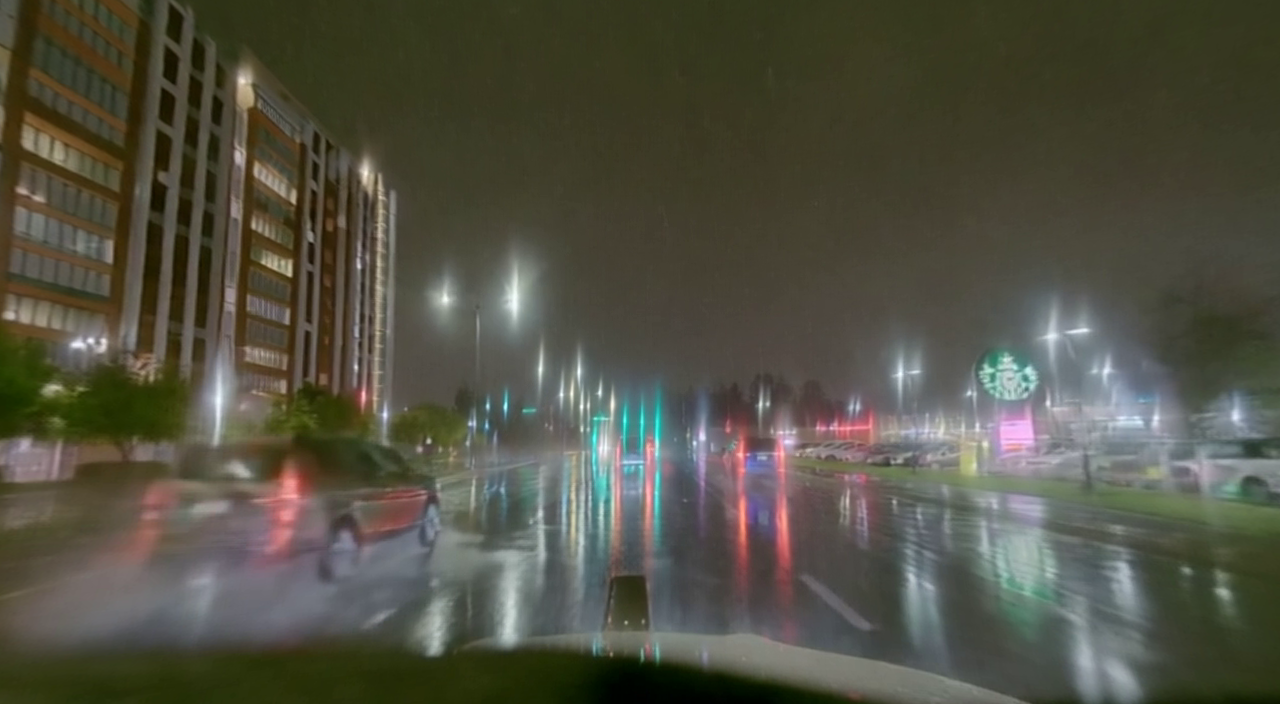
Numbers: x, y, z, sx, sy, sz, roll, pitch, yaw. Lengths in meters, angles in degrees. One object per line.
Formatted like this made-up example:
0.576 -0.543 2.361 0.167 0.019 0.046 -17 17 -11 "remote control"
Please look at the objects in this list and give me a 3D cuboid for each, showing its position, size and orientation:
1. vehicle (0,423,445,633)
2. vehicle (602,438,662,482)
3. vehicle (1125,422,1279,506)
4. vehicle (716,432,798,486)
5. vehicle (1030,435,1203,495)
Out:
-3.877 1.589 6.864 2.029 1.482 4.591 0 -8 0 "vehicle"
-0.259 3.955 23.379 2.059 1.477 3.988 0 -8 0 "vehicle"
13.993 2.598 15.071 4.445 1.727 2.013 4 -9 -29 "vehicle"
3.952 3.684 22.014 2.007 1.683 4.171 0 -8 0 "vehicle"
13.328 3.080 17.624 4.282 1.469 2.035 4 -9 -26 "vehicle"
